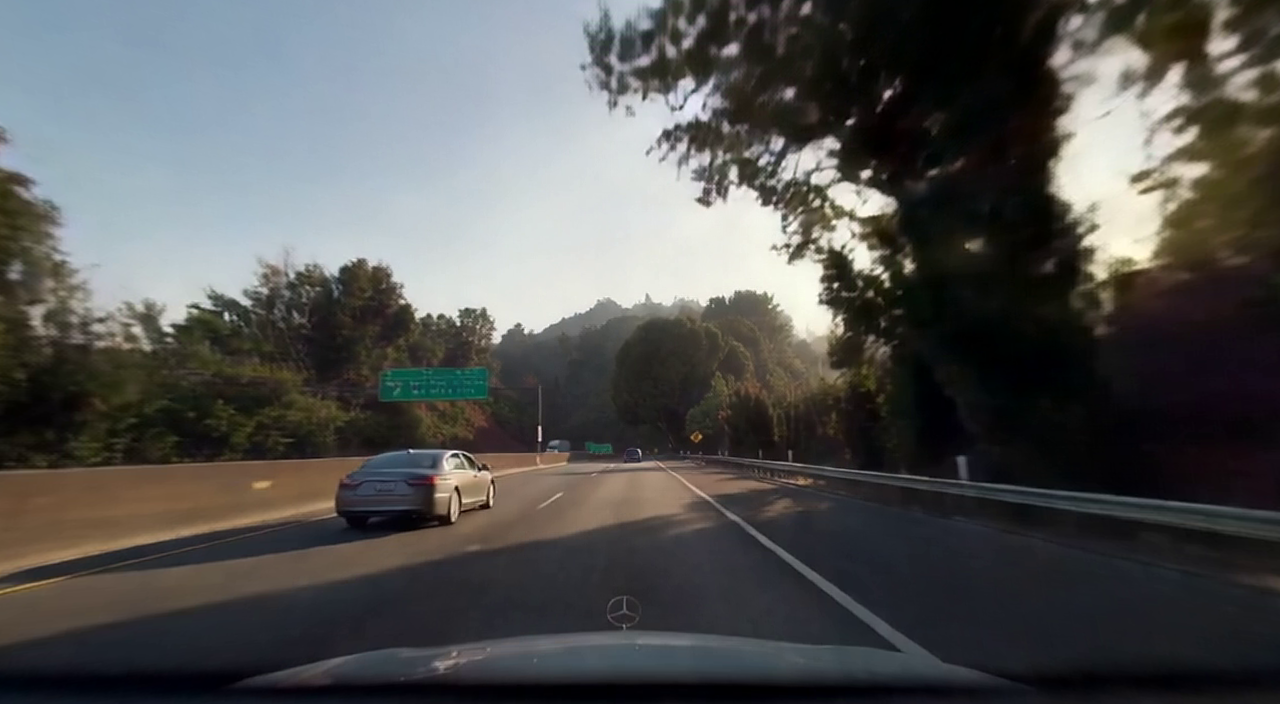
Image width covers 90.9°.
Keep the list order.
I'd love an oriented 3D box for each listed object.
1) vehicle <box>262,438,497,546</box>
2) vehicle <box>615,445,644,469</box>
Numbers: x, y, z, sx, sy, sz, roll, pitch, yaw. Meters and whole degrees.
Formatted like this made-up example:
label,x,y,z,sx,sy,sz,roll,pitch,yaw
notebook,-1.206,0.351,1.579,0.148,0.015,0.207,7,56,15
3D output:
label,x,y,z,sx,sy,sz,roll,pitch,yaw
vehicle,-4.141,2.289,11.073,2.157,1.483,4.601,0,-9,0
vehicle,-0.706,7.441,44.904,2.011,1.590,3.607,0,-9,0
